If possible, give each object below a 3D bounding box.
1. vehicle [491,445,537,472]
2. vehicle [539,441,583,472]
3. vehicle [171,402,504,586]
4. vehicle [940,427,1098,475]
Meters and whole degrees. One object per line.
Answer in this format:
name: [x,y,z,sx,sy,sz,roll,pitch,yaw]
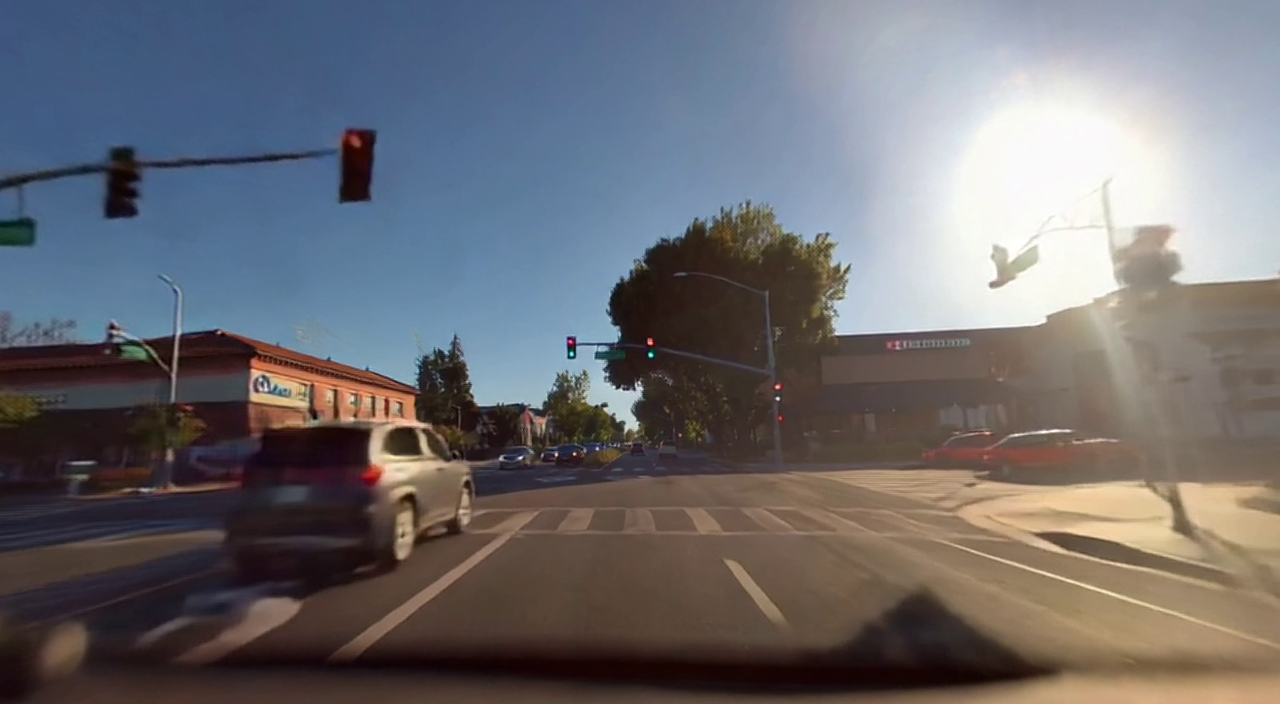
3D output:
vehicle: [-7.644,6.471,38.575,1.974,1.521,4.197,0,-8,0]
vehicle: [-4.777,6.364,38.655,2.070,1.481,4.266,-4,-6,0]
vehicle: [-3.438,1.702,8.401,2.250,1.791,4.300,0,-8,0]
vehicle: [14.162,3.682,23.762,4.634,1.449,1.936,-3,-7,-1]
